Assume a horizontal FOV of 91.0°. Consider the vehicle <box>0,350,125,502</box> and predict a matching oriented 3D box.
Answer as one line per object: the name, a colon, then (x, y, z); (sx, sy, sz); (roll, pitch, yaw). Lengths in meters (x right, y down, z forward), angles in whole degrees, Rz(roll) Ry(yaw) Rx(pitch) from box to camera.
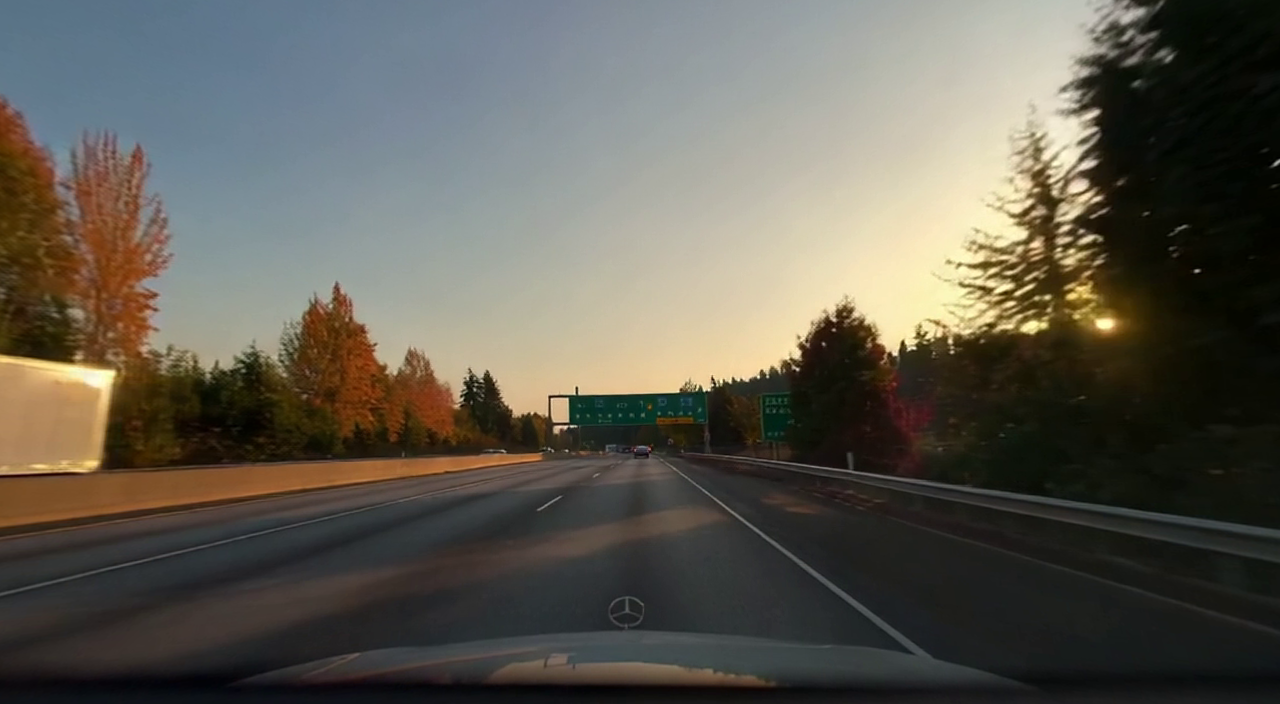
vehicle: (-17.644, 1.122, 10.857); (2.986, 3.793, 17.217); (0, -8, 0)
